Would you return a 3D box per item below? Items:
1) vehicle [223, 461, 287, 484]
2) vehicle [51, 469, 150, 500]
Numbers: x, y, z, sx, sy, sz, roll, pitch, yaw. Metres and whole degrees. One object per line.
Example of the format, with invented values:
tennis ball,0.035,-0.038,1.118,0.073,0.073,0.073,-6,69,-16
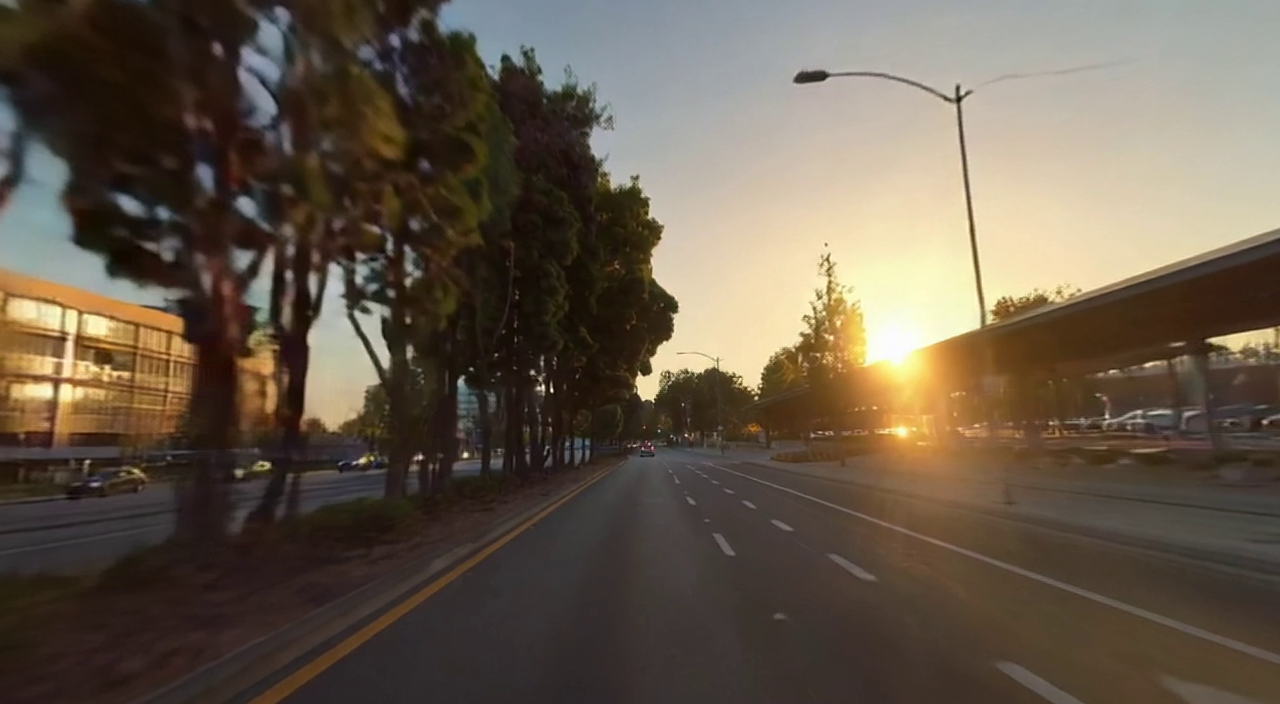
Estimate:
vehicle,-29.818,9.321,48.968,1.894,1.552,4.677,0,-9,2
vehicle,-29.867,7.312,35.072,1.773,1.468,4.176,0,-9,0
